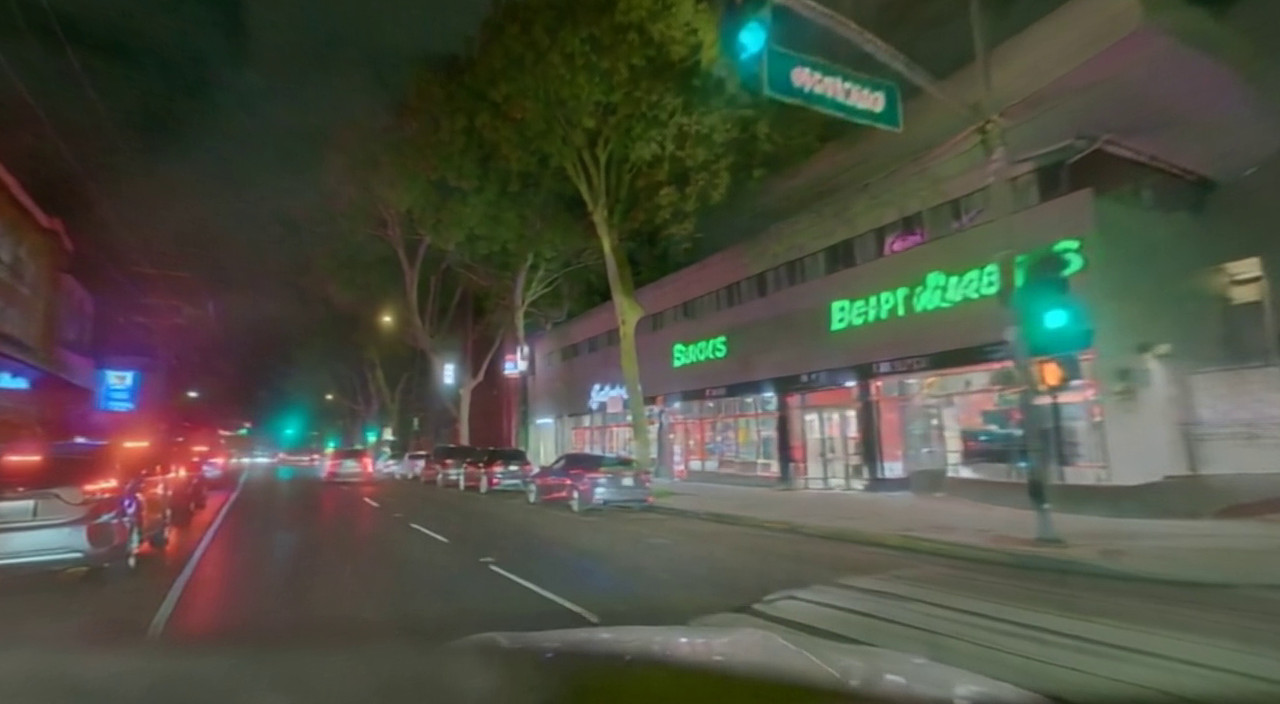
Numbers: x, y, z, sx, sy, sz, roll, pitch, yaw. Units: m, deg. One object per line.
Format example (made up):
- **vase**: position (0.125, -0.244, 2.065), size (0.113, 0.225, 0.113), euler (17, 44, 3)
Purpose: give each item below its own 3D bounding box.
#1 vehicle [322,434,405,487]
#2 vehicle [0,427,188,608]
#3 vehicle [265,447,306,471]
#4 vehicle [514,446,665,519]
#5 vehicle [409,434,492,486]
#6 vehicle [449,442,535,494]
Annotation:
- **vehicle**: position (-11.291, 4.344, 25.619), size (2.440, 1.882, 4.611), euler (5, -10, -30)
- **vehicle**: position (-7.189, 1.829, 7.770), size (2.087, 1.646, 4.563), euler (4, -10, -29)
- **vehicle**: position (-23.118, 6.911, 41.072), size (2.050, 1.400, 4.666), euler (5, -10, -31)
- **vehicle**: position (-1.491, 3.230, 16.297), size (2.059, 1.550, 4.703), euler (4, -10, -29)
- **vehicle**: position (-8.386, 4.666, 27.592), size (2.243, 1.992, 5.087), euler (5, -10, -30)
- **vehicle**: position (-5.488, 4.172, 23.122), size (1.882, 1.704, 4.055), euler (5, -10, -30)
